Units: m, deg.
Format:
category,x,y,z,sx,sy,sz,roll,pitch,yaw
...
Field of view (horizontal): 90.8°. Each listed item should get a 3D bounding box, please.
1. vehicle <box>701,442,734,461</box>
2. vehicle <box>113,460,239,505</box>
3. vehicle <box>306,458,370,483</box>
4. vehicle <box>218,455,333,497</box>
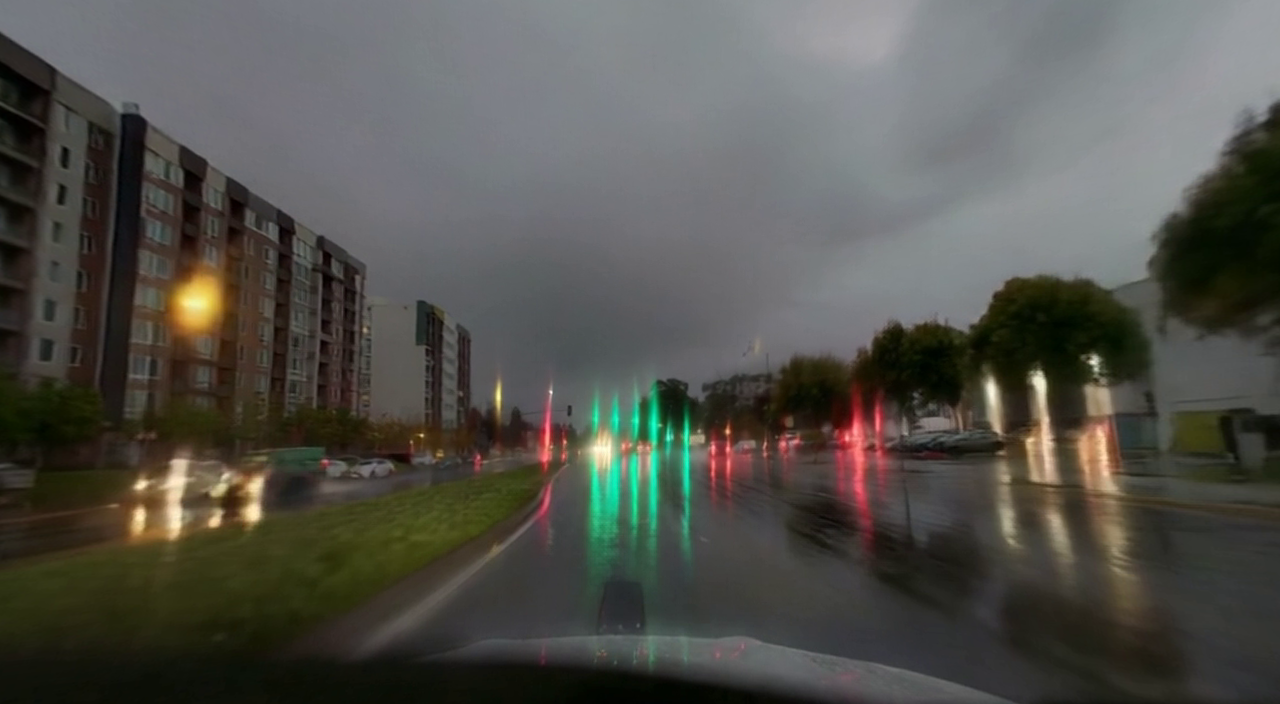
category,x,y,z,sx,sy,sz,roll,pitch,yaw
vehicle,6.051,7.860,49.868,1.992,1.447,4.414,0,-9,-1
vehicle,-19.137,5.380,26.396,1.869,1.606,4.617,0,-9,-2
vehicle,-19.178,7.517,40.369,1.850,1.451,4.450,0,-9,1
vehicle,-15.111,5.122,26.568,1.955,1.516,4.849,0,-9,0
